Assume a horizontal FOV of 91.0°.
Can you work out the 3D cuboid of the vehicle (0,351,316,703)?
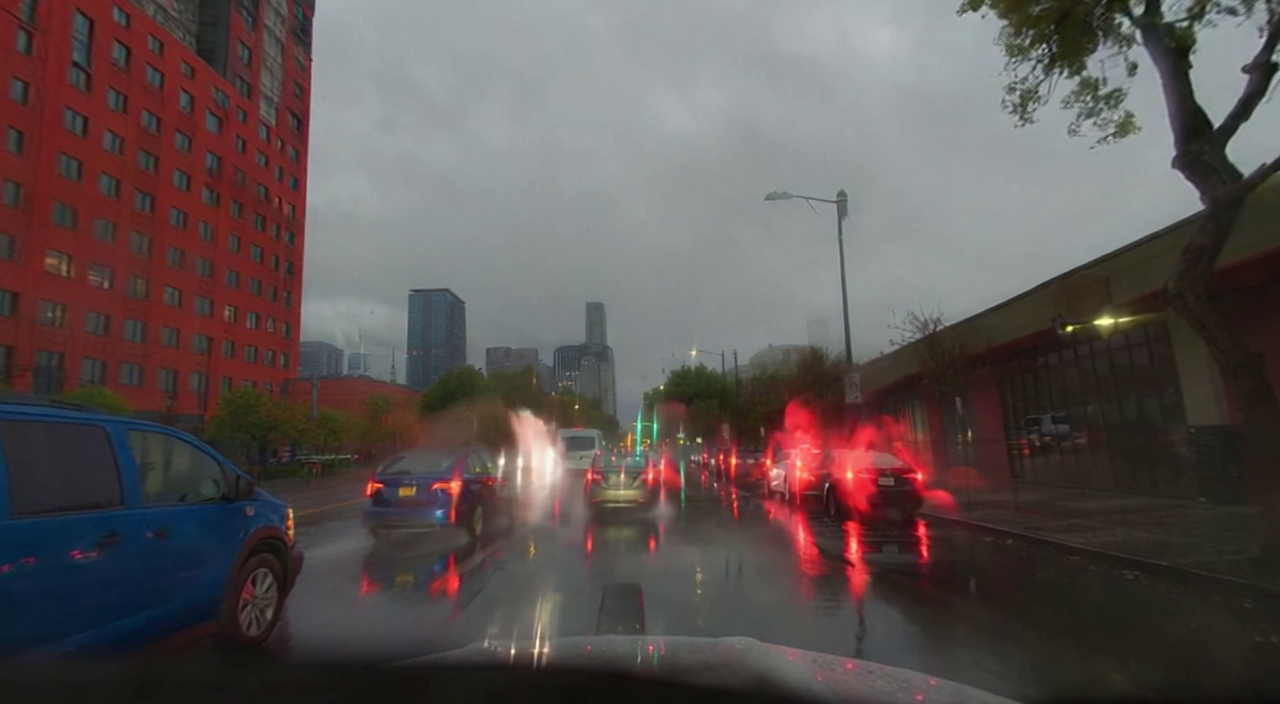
[{"bbox_3d":[-3.727,0.893,2.658,2.140,1.768,4.685,0,-8,1],"label":"vehicle"}]

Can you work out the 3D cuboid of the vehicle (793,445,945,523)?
[{"bbox_3d":[4.905,2.848,14.195,1.832,1.491,4.054,0,-8,-1],"label":"vehicle"}]

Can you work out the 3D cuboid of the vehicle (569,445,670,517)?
[{"bbox_3d":[-0.435,3.064,15.533,2.152,1.518,4.113,0,-8,0],"label":"vehicle"}]

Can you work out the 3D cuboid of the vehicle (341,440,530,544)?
[{"bbox_3d":[-3.519,2.474,11.887,1.995,1.554,4.426,0,-8,1],"label":"vehicle"}]
